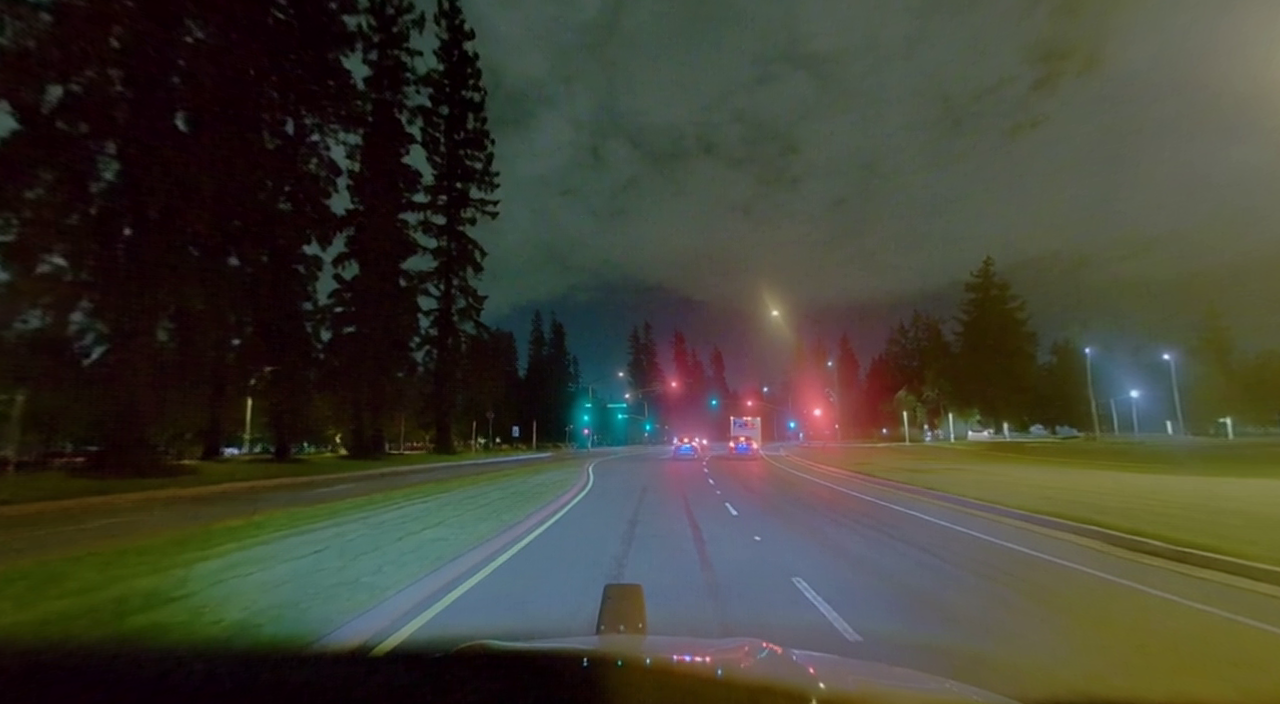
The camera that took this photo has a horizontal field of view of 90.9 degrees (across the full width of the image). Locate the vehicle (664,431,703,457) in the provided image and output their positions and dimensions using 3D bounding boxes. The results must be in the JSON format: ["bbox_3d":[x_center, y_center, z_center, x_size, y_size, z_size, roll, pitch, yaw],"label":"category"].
[{"bbox_3d":[2.756,5.714,39.281,2.066,1.482,4.273,-1,-8,8],"label":"vehicle"}]

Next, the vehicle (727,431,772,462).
[{"bbox_3d":[5.670,4.920,33.037,1.989,1.497,4.436,-1,-8,6],"label":"vehicle"}]
